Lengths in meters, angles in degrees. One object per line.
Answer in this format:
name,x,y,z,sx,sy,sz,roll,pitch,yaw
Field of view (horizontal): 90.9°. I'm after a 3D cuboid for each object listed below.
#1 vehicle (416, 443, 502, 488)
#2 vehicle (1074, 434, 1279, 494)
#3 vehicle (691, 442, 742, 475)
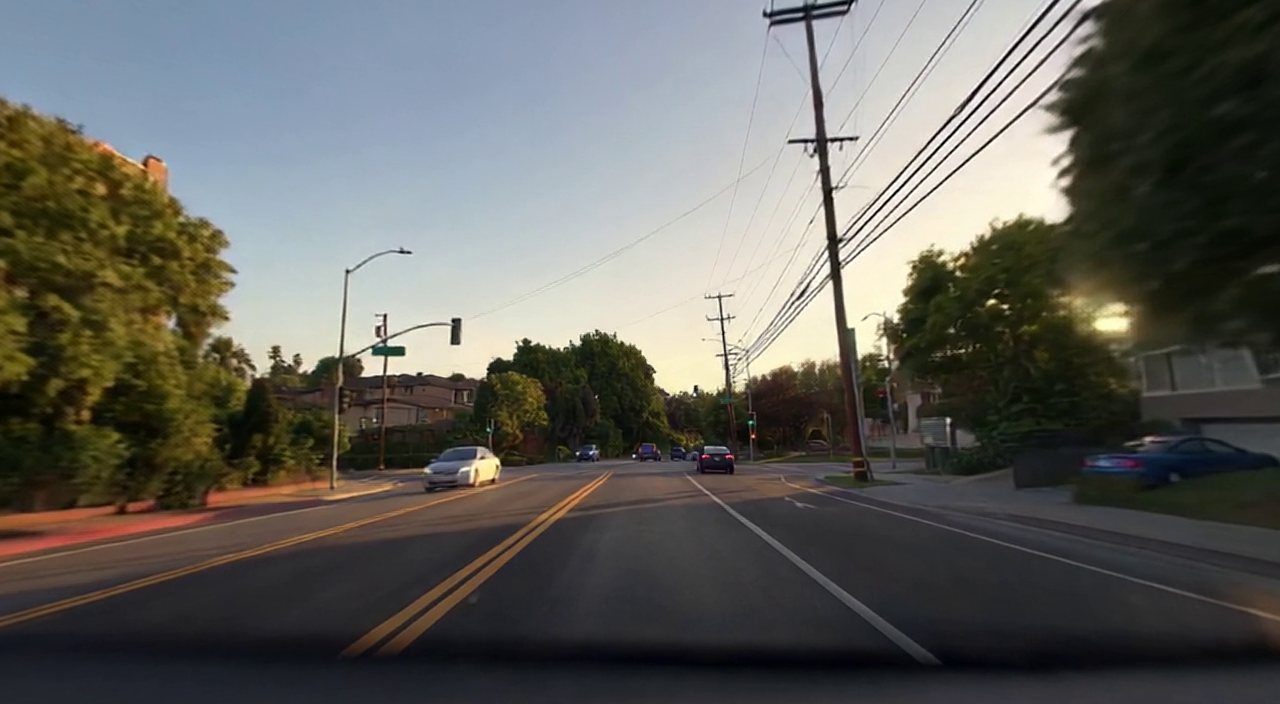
vehicle,-7.266,4.583,25.814,2.126,1.645,4.493,0,-8,1
vehicle,14.699,2.973,16.935,4.838,1.474,1.873,1,-8,-6
vehicle,3.722,5.264,31.418,1.951,1.479,4.487,0,-8,-1
